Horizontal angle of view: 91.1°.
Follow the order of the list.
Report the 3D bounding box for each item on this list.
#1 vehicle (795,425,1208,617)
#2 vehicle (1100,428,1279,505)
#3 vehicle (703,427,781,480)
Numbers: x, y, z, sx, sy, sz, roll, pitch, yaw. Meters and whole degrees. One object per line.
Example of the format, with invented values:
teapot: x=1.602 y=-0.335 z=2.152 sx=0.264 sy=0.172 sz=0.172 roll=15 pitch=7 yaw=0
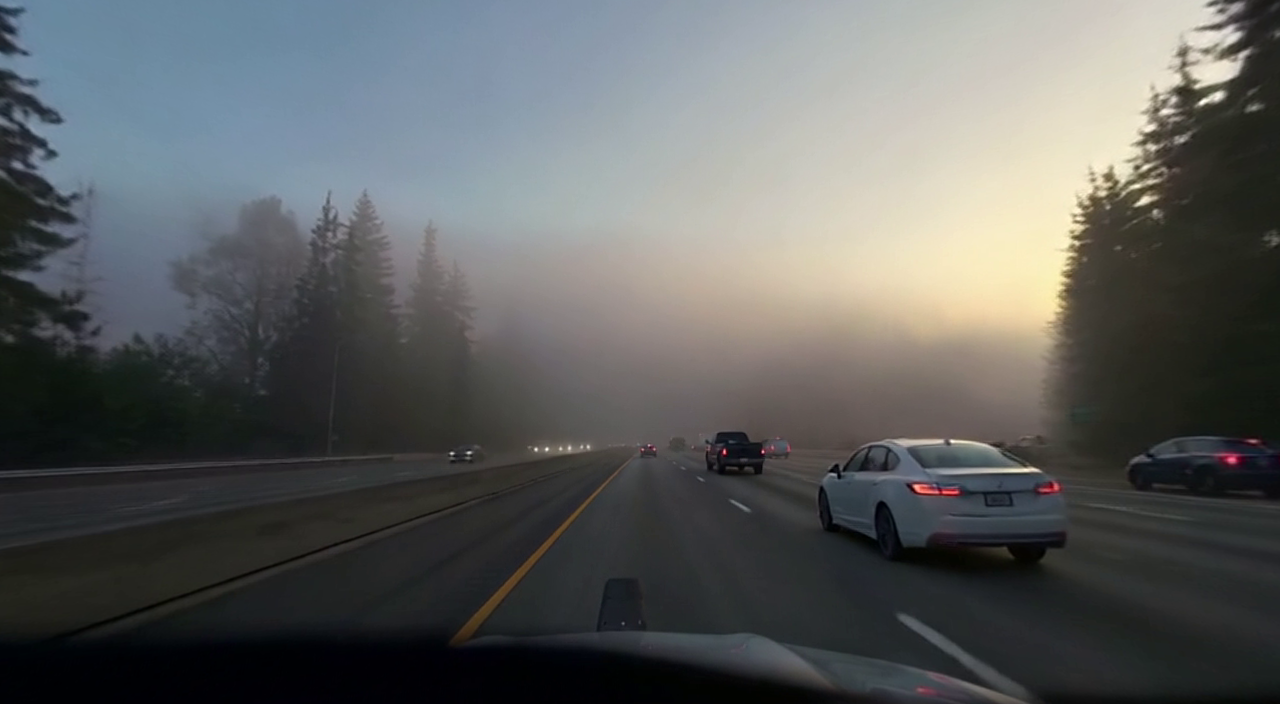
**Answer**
vehicle: x=3.389 y=1.652 z=7.290 sx=1.904 sy=1.453 sz=4.789 roll=0 pitch=-8 yaw=-1
vehicle: x=15.075 y=2.930 z=16.621 sx=2.027 sy=1.711 sz=4.963 roll=0 pitch=-8 yaw=0
vehicle: x=3.957 y=4.057 z=25.434 sx=2.206 sy=1.902 sz=5.460 roll=0 pitch=-8 yaw=0
